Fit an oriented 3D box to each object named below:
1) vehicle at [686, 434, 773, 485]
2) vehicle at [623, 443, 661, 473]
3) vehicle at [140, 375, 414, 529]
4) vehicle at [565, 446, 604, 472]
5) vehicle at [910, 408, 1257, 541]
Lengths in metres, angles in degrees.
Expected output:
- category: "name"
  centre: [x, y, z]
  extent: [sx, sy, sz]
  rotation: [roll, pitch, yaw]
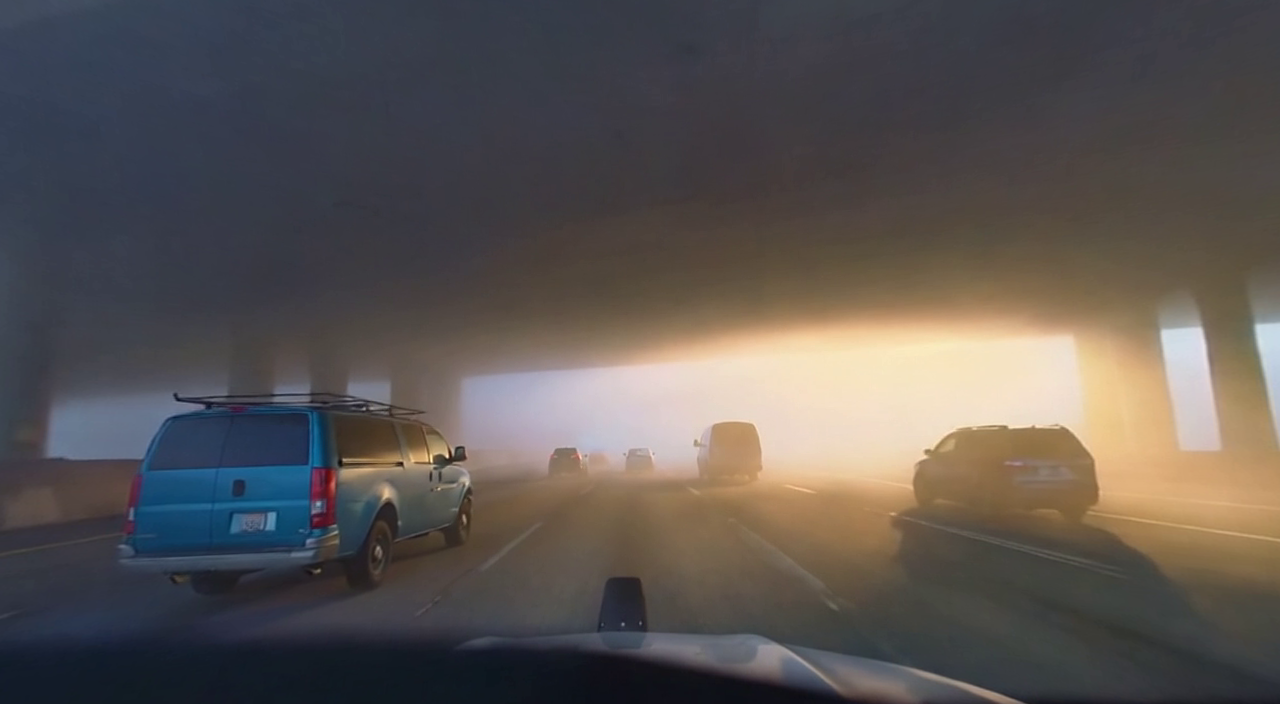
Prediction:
- category: "vehicle"
  centre: [3.574, 4.485, 26.663]
  extent: [2.777, 1.895, 5.710]
  rotation: [0, -9, 0]
- category: "vehicle"
  centre: [0.104, 6.147, 36.814]
  extent: [2.115, 1.617, 4.102]
  rotation: [0, -8, 0]
- category: "vehicle"
  centre: [-7.590, 2.231, 14.444]
  extent: [2.336, 2.708, 6.421]
  rotation: [0, -8, 1]
- category: "vehicle"
  centre: [-3.387, 6.601, 39.249]
  extent: [1.970, 1.483, 4.071]
  rotation: [0, -8, 1]
- category: "vehicle"
  centre: [7.467, 2.149, 11.765]
  extent: [2.304, 1.840, 5.706]
  rotation: [0, -8, 0]
